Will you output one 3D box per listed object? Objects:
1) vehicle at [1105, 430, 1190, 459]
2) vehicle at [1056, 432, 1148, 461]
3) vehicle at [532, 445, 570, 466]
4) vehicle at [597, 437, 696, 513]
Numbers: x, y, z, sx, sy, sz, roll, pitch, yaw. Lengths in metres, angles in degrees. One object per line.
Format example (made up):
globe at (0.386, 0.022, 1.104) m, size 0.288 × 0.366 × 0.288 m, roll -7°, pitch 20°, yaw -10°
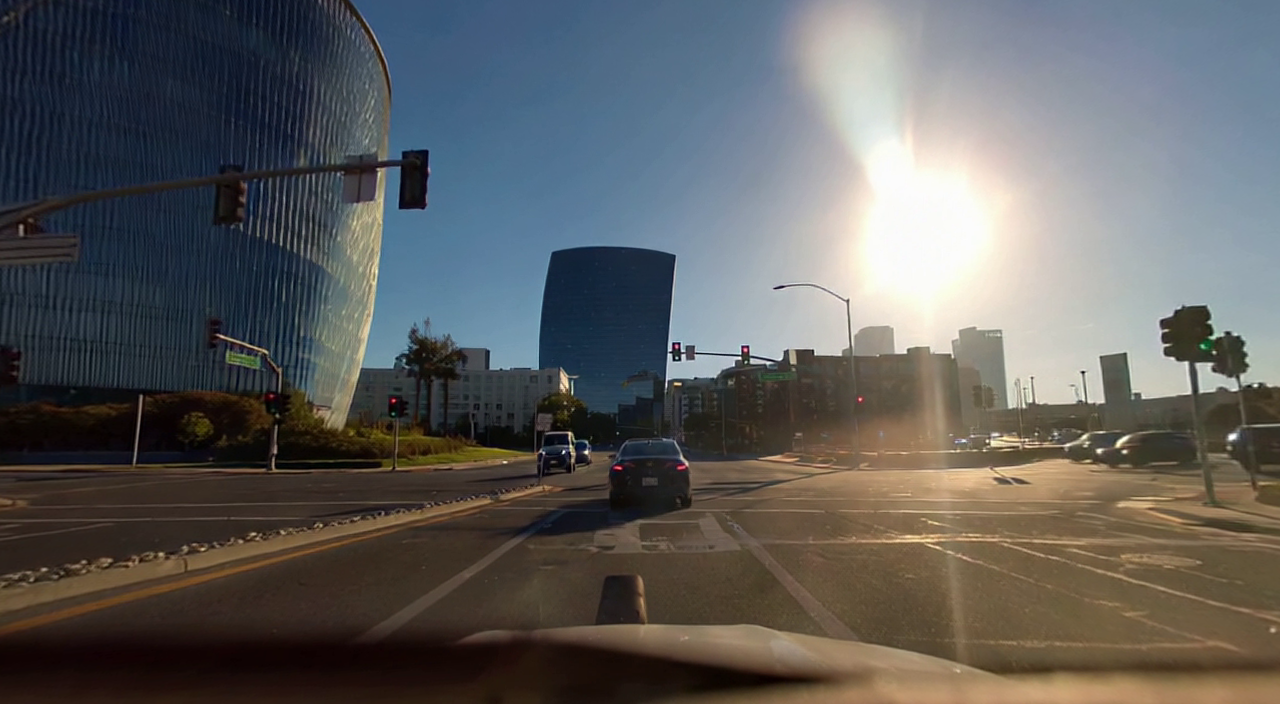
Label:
vehicle at (27.889, 5.114, 34.737) m, size 1.816 × 1.476 × 3.652 m, roll -1°, pitch -9°, yaw 5°
vehicle at (25.565, 5.288, 35.070) m, size 2.021 × 1.484 × 4.454 m, roll 0°, pitch -9°, yaw 4°
vehicle at (-6.704, 7.830, 47.817) m, size 2.113 × 1.535 × 4.504 m, roll 0°, pitch -9°, yaw 2°
vehicle at (0.116, 2.832, 14.997) m, size 2.014 × 1.525 × 4.197 m, roll 0°, pitch -9°, yaw -1°
